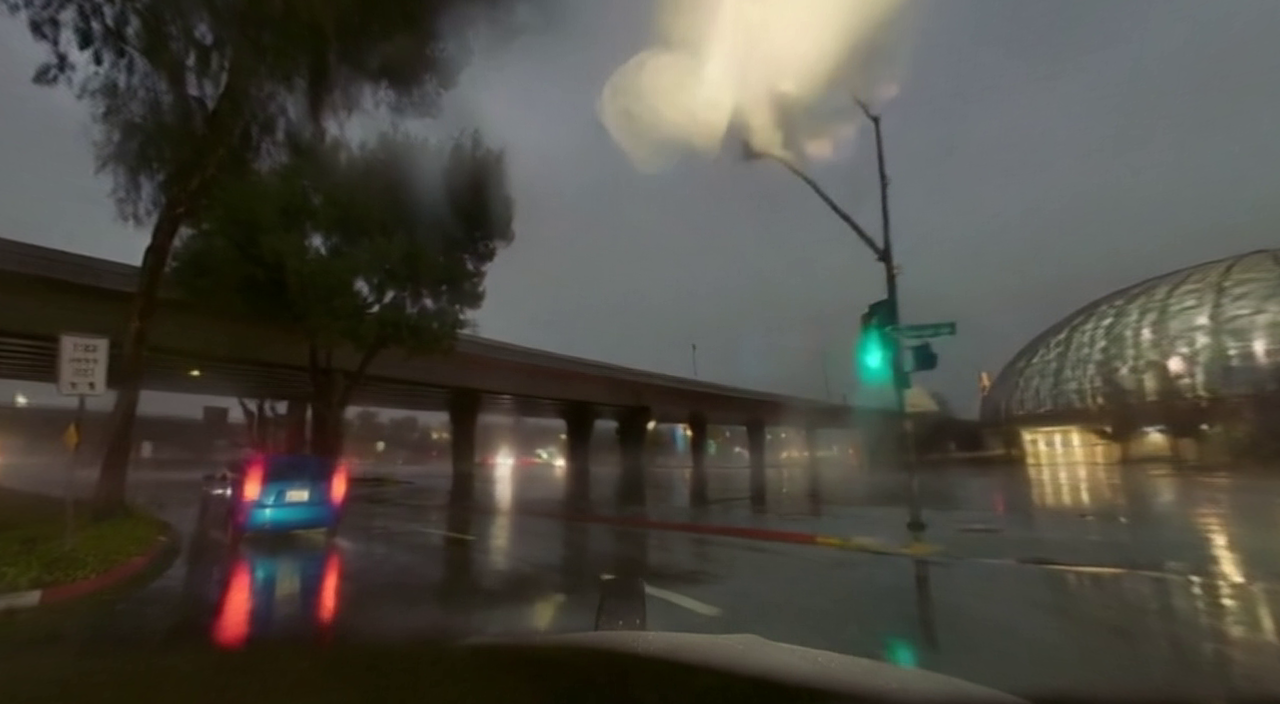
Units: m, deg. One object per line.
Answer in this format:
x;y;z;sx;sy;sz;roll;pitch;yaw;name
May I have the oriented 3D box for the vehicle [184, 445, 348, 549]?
-7.148;2.585;11.882;1.976;1.584;3.772;8;-12;-38;vehicle
